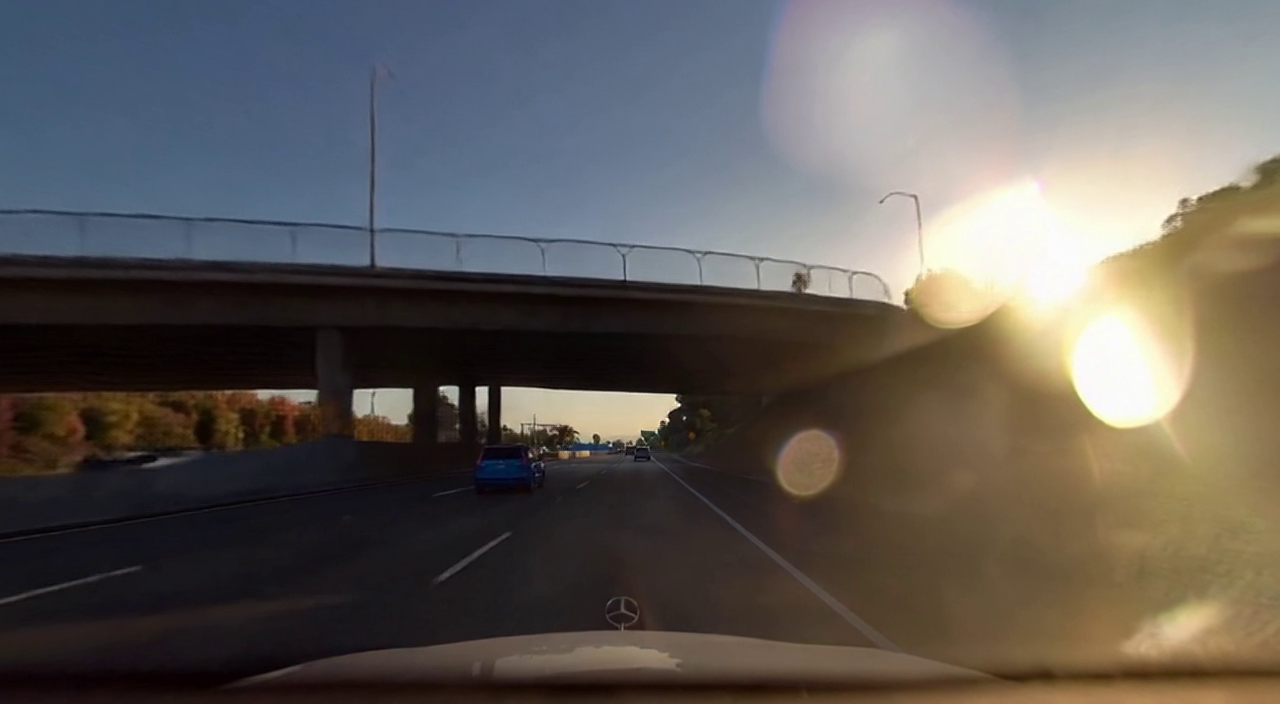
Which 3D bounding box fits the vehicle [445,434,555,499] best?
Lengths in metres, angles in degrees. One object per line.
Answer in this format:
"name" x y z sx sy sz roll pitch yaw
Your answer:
"vehicle" -4.193 3.550 19.976 2.272 1.759 5.058 0 -9 1
